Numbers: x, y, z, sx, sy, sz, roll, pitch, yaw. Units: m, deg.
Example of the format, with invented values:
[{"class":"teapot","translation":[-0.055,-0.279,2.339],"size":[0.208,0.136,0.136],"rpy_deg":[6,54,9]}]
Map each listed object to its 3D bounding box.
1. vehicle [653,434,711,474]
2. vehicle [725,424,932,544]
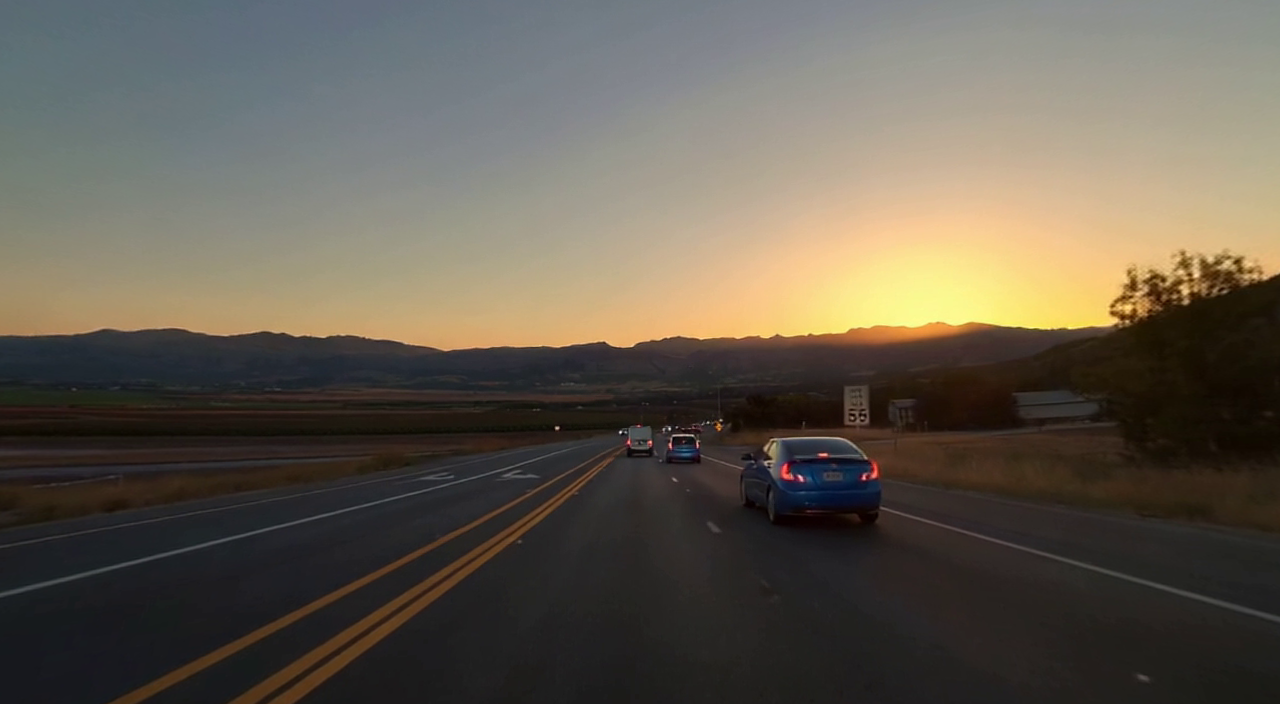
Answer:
[{"class":"vehicle","translation":[1.663,4.249,26.503],"size":[2.026,1.531,4.273],"rpy_deg":[0,-8,-2]},{"class":"vehicle","translation":[2.702,1.995,10.179],"size":[2.007,1.534,3.976],"rpy_deg":[0,-8,-2]}]
